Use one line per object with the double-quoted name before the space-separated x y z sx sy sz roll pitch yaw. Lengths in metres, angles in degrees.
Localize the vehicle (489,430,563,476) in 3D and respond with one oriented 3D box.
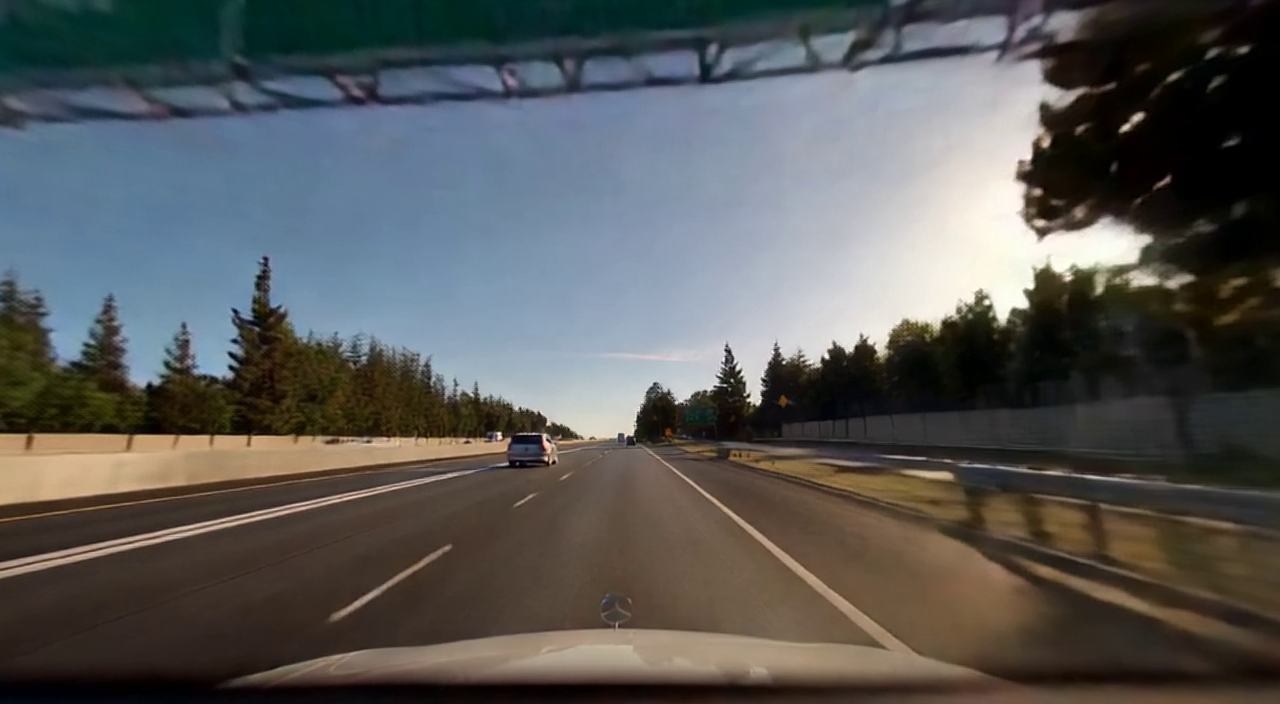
"vehicle" -4.420 3.954 25.134 2.129 1.641 4.263 0 -7 0
